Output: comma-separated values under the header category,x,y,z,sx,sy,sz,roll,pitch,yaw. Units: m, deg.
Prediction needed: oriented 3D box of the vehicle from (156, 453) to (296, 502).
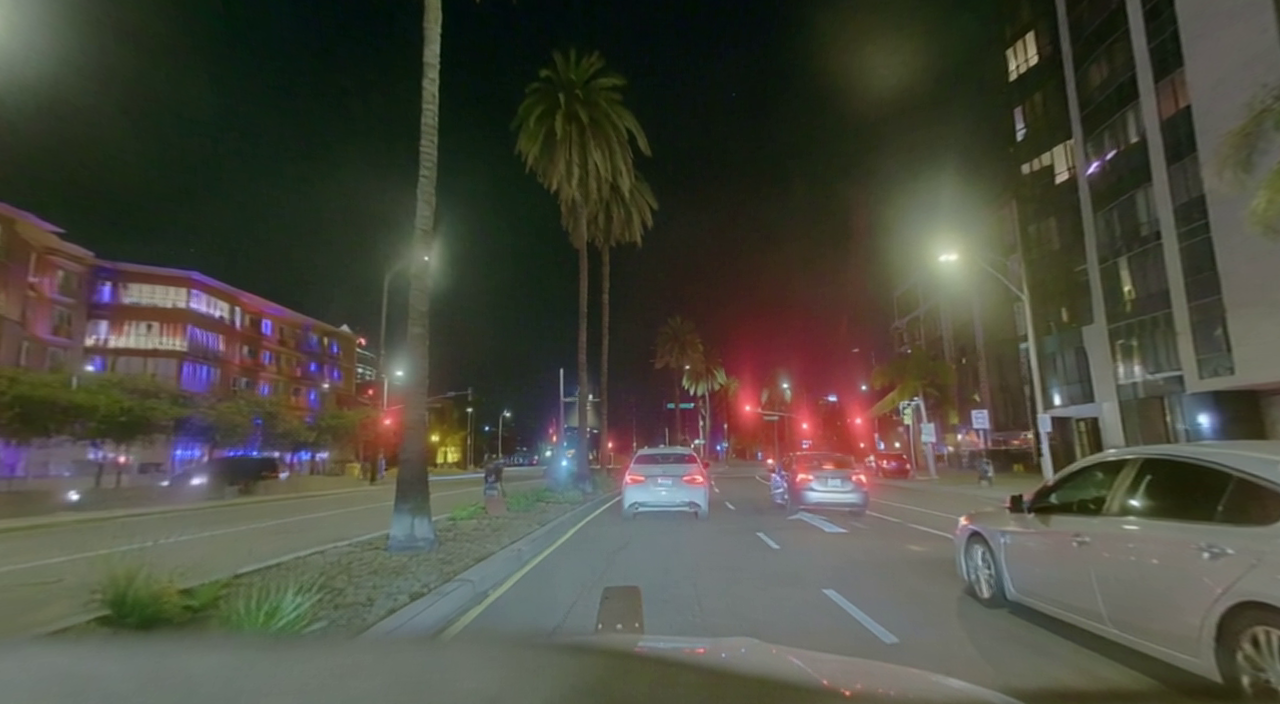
category,x,y,z,sx,sy,sz,roll,pitch,yaw
vehicle,-16.082,4.853,24.897,2.078,1.662,4.436,-2,-9,9

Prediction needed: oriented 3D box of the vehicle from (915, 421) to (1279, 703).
category,x,y,z,sx,sy,sz,roll,pitch,yaw
vehicle,3.640,1.240,4.034,1.913,1.469,4.425,-1,-9,2

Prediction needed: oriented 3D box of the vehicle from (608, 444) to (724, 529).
category,x,y,z,sx,sy,sz,roll,pitch,yaw
vehicle,0.577,2.701,13.255,2.078,1.503,3.681,-1,-9,4

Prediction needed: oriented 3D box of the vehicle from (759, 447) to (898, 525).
category,x,y,z,sx,sy,sz,roll,pitch,yaw
vehicle,4.092,2.952,14.563,1.920,1.490,4.417,0,-9,2
